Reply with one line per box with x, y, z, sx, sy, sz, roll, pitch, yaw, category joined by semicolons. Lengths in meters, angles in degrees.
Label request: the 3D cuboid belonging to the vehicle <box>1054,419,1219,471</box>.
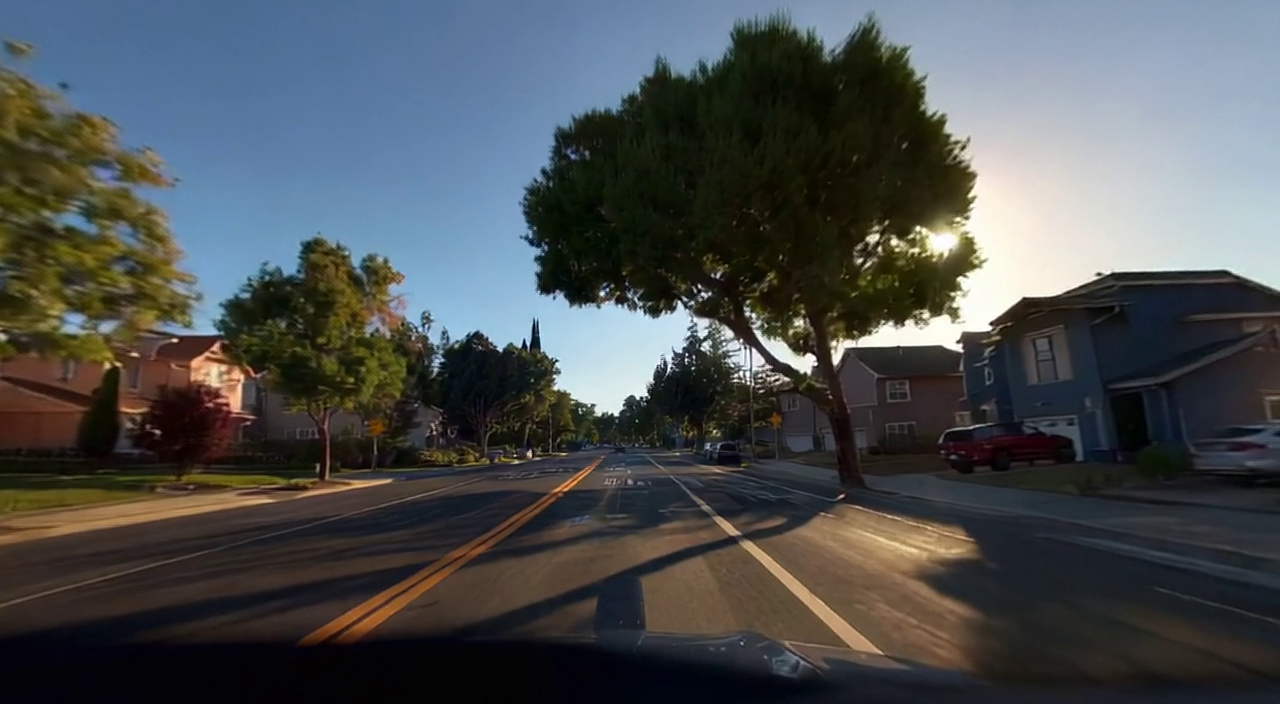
20.455;3.860;26.230;4.832;1.850;2.294;-2;-9;0;vehicle

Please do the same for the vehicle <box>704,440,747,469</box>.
6.254;7.563;46.772;2.396;2.004;4.943;0;-8;-1;vehicle

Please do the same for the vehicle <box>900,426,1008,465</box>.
17.846;5.350;36.126;4.937;2.091;2.263;0;-8;2;vehicle
